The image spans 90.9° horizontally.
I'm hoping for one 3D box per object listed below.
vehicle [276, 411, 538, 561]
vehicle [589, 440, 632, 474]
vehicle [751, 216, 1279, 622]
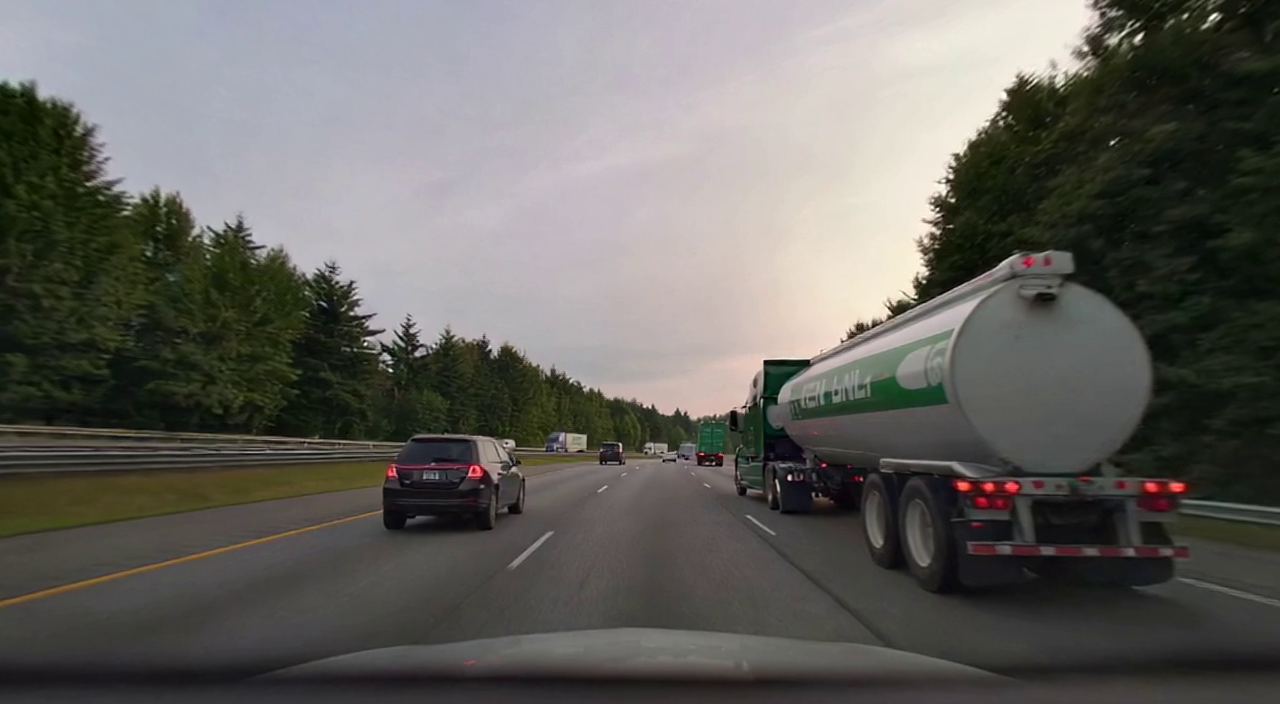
[{"bbox_3d":[-3.074,1.903,9.585,2.205,1.728,4.397,0,-9,1],"label":"vehicle"},{"bbox_3d":[-1.796,6.732,40.585,2.201,2.038,5.065,-1,-9,4],"label":"vehicle"},{"bbox_3d":[4.387,1.389,11.182,2.732,3.585,11.338,0,-9,0],"label":"vehicle"}]
